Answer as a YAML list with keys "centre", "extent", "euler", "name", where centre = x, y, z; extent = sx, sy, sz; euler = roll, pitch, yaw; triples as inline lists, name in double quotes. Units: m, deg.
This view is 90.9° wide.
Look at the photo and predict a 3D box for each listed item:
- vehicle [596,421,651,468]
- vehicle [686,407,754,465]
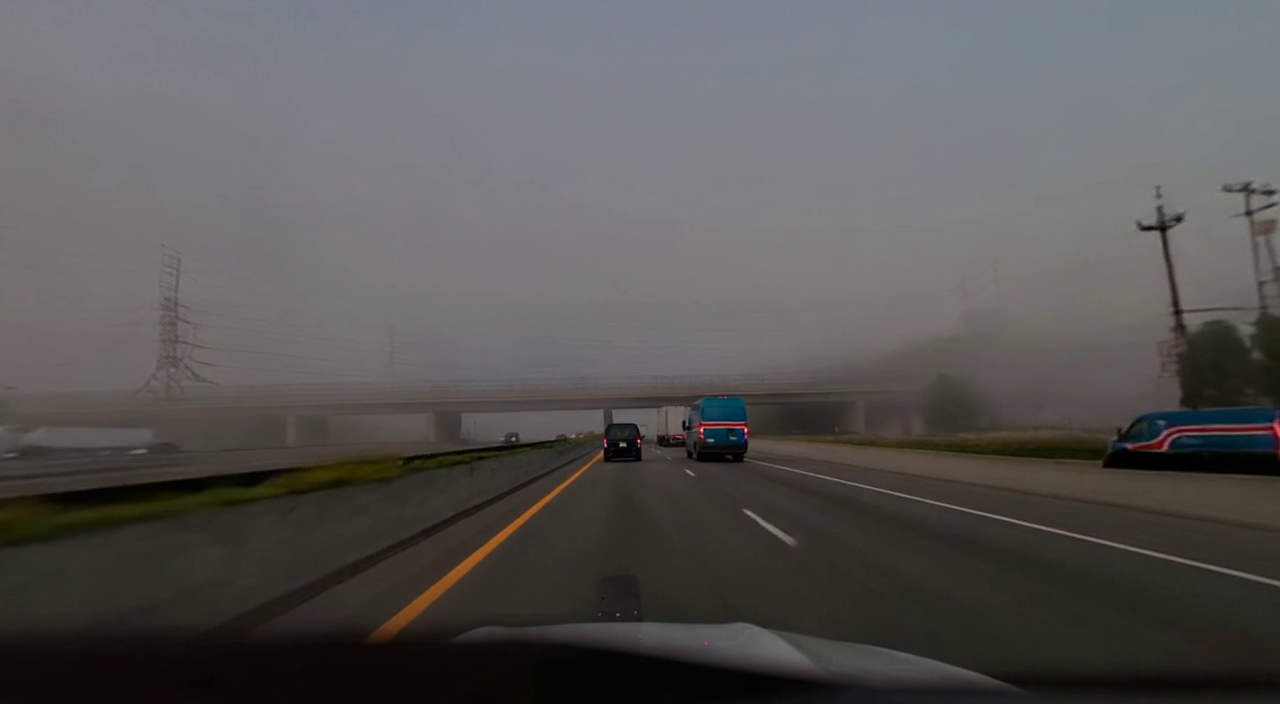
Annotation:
- centre: [-0.674, 3.750, 25.692]
  extent: [2.073, 1.750, 4.116]
  euler: [0, -8, -2]
  name: "vehicle"
- centre: [3.725, 4.067, 30.480]
  extent: [2.387, 2.506, 5.374]
  euler: [0, -8, -2]
  name: "vehicle"
